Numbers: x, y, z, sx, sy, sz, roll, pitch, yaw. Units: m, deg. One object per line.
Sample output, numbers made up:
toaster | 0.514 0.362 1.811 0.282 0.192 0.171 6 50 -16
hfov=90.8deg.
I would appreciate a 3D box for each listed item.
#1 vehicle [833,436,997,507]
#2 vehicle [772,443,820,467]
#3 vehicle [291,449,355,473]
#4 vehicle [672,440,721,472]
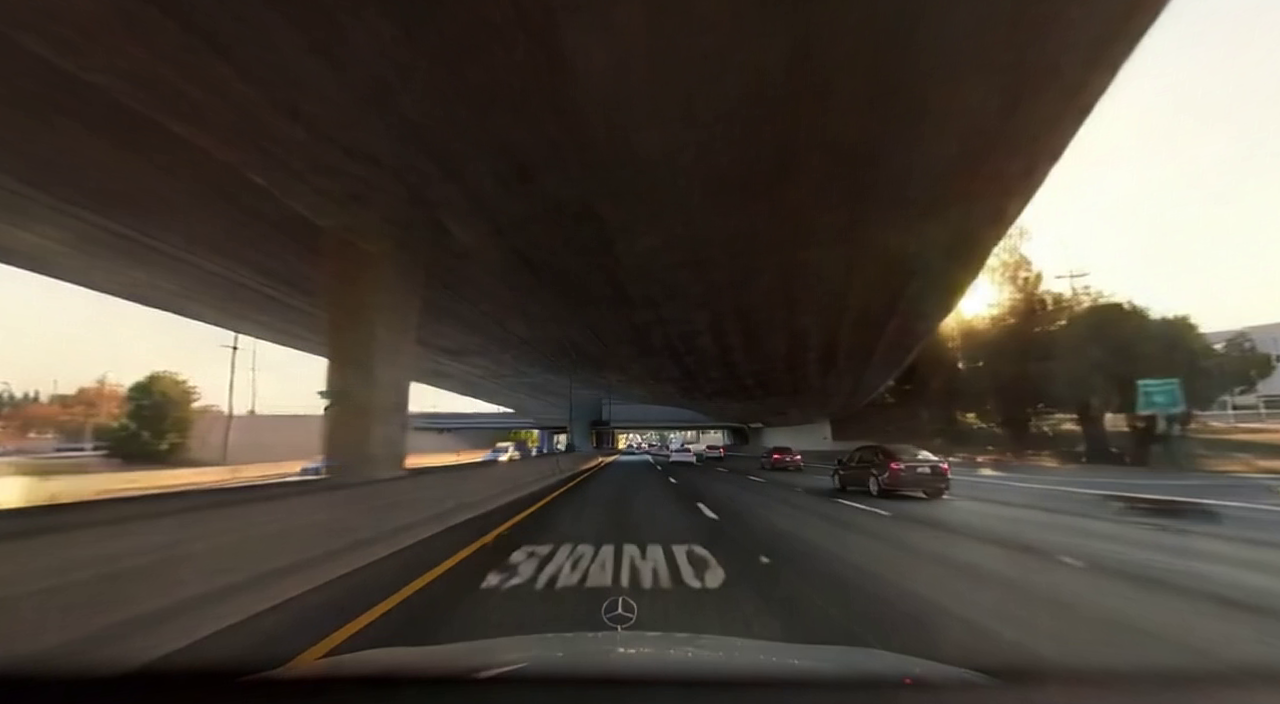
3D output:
vehicle | 6.567 2.884 15.764 1.952 1.489 4.483 0 -8 -2
vehicle | 9.779 6.487 39.944 1.838 1.440 4.121 0 -8 -2
vehicle | -21.059 7.250 42.195 1.836 1.481 4.514 0 -8 1
vehicle | 2.844 5.395 33.000 1.993 1.507 4.594 0 -8 -2
